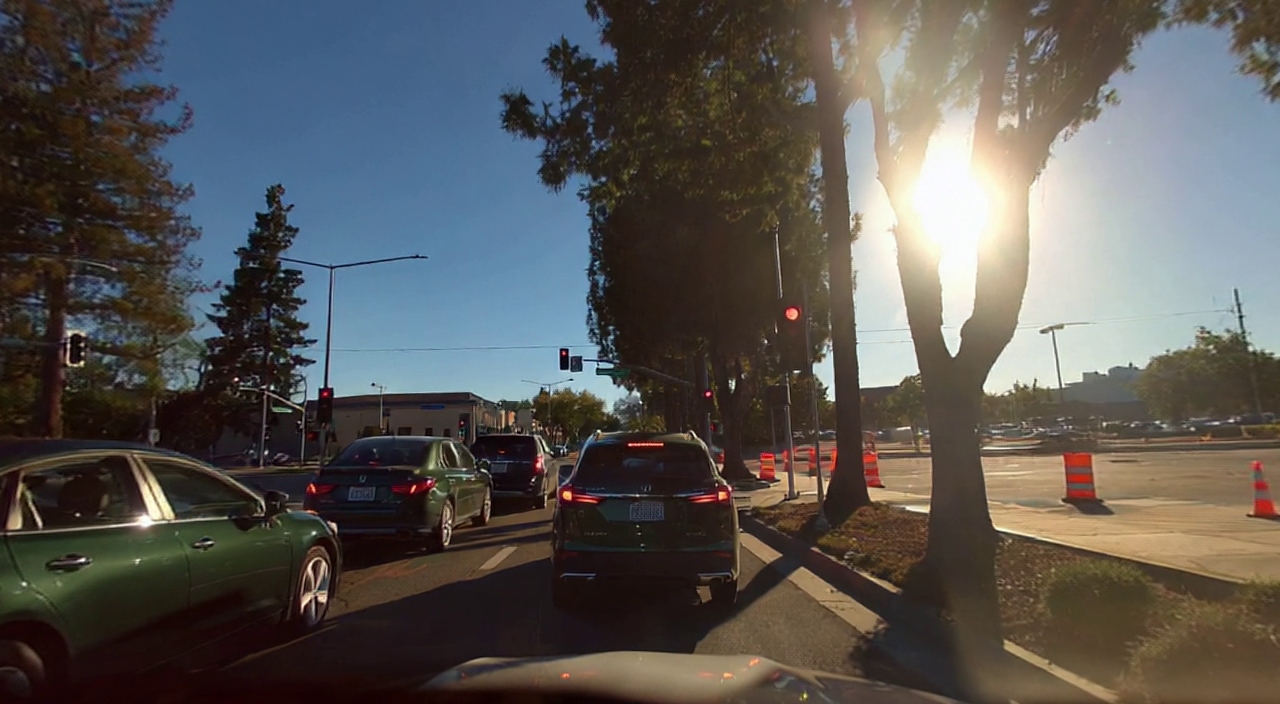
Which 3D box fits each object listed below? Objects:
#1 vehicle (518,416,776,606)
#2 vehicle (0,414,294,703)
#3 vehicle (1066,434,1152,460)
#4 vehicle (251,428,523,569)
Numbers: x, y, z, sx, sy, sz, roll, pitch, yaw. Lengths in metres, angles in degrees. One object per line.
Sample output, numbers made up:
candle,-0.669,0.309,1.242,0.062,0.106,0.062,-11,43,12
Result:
vehicle,0.097,1.620,7.218,2.167,1.560,3.676,0,-9,1
vehicle,-3.594,0.942,2.152,2.064,1.497,4.722,0,-9,1
vehicle,30.374,6.162,40.878,4.051,1.583,1.794,0,-9,1
vehicle,-3.283,1.998,9.445,1.989,1.541,4.626,0,-9,2
